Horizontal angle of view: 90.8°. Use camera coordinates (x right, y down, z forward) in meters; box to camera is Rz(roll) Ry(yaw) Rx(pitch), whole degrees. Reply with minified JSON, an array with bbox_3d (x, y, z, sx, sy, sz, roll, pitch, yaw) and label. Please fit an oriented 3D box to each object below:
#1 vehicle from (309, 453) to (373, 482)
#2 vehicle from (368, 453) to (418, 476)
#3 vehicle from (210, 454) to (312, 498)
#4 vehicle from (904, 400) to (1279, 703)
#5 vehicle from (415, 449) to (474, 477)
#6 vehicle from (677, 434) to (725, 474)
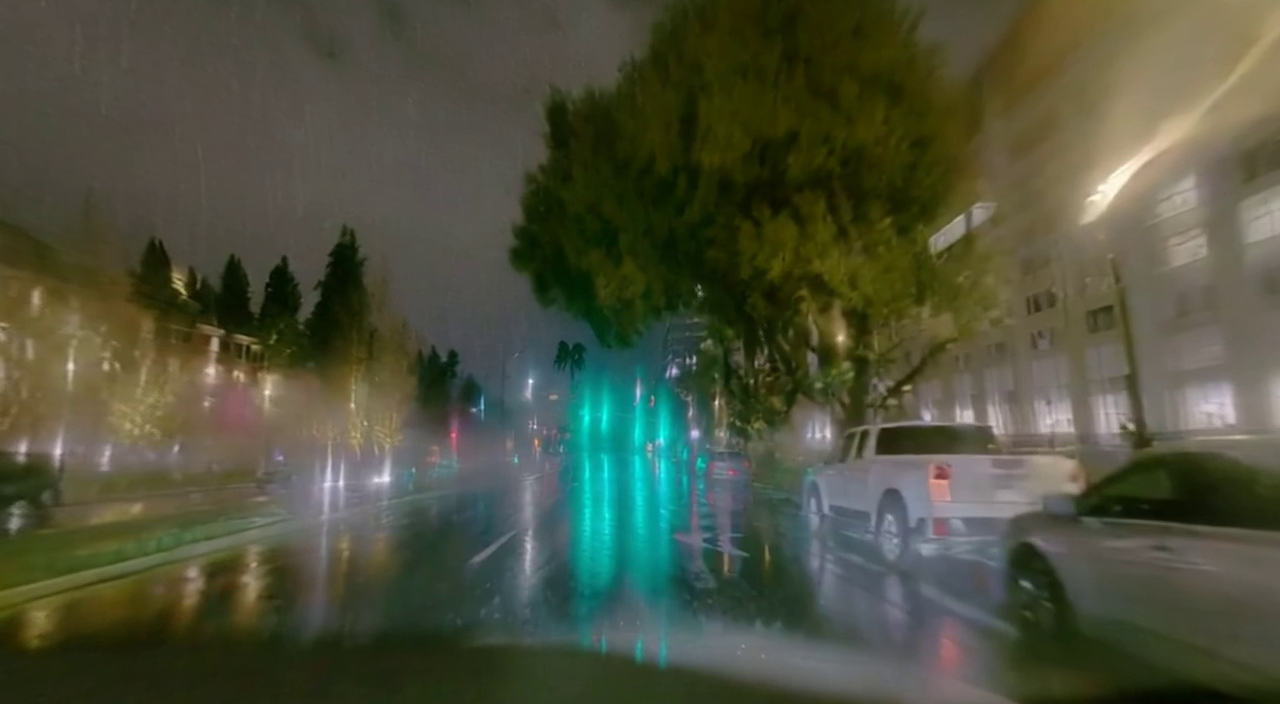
[{"bbox_3d":[-18.226,7.037,38.740,1.826,1.544,4.680,0,-8,-2],"label":"vehicle"},{"bbox_3d":[-18.127,8.247,46.578,1.932,1.510,4.685,0,-8,-2],"label":"vehicle"},{"bbox_3d":[-14.523,4.726,24.448,1.656,1.488,3.677,0,-8,-1],"label":"vehicle"},{"bbox_3d":[3.371,1.104,3.505,1.924,1.492,4.587,0,-8,1],"label":"vehicle"},{"bbox_3d":[-11.442,6.495,37.370,1.982,1.515,4.648,0,-8,0],"label":"vehicle"},{"bbox_3d":[3.114,5.294,33.037,1.935,1.920,4.397,0,-8,-2],"label":"vehicle"}]
